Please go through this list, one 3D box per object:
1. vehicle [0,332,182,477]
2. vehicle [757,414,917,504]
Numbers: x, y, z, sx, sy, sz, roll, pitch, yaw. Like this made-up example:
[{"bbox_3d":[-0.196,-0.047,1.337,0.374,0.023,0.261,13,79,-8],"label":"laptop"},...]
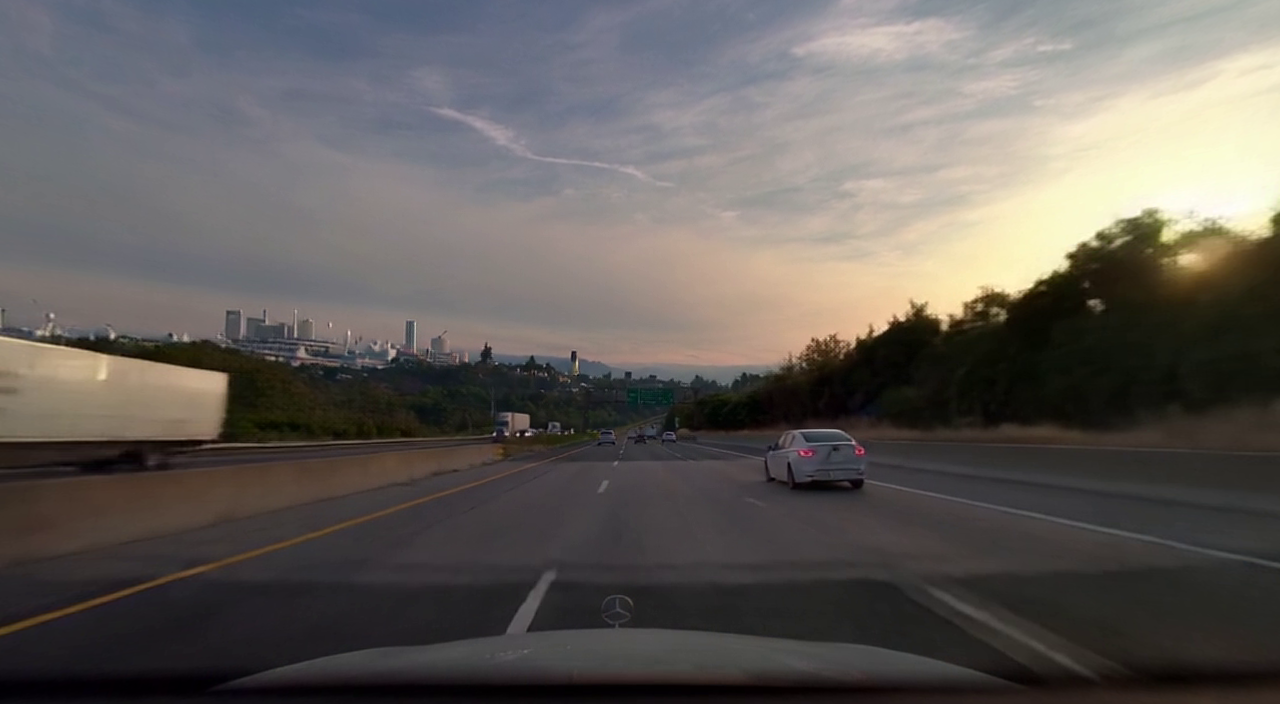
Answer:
[{"bbox_3d":[-18.680,1.326,16.283,2.981,3.857,14.529,0,-8,-1],"label":"vehicle"},{"bbox_3d":[4.000,2.244,13.656,2.022,1.637,4.229,0,-8,-1],"label":"vehicle"}]
